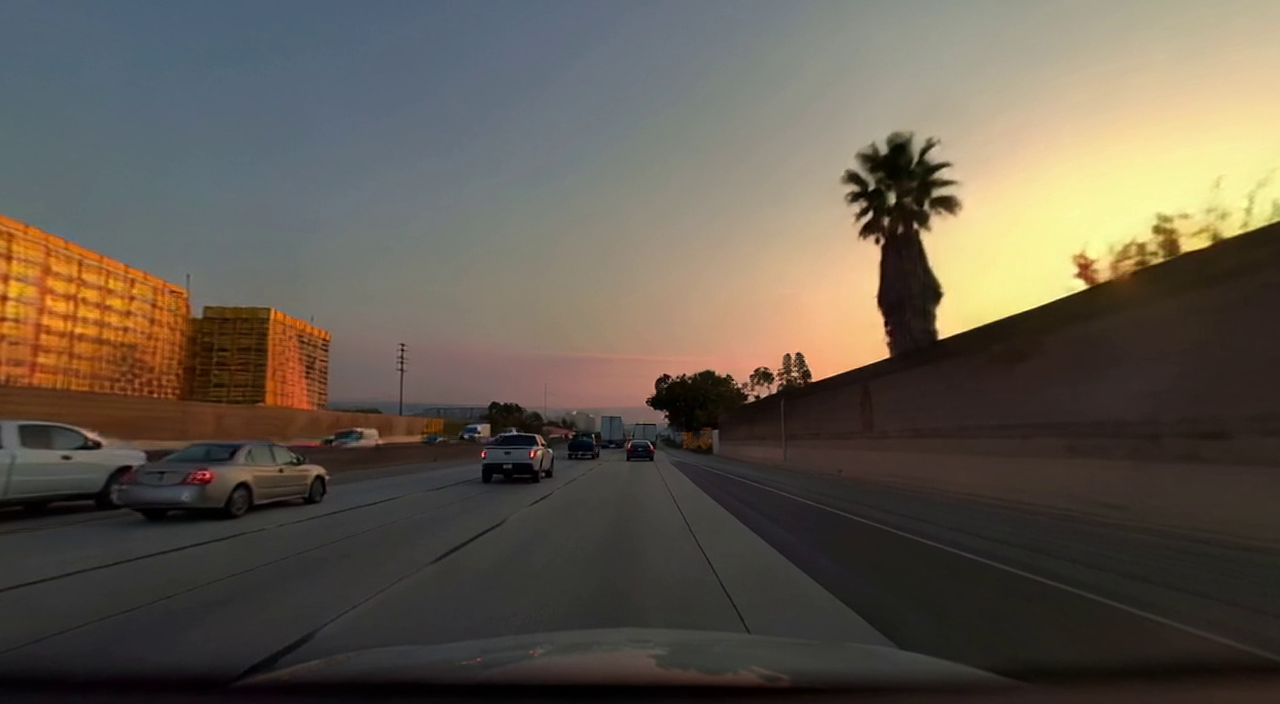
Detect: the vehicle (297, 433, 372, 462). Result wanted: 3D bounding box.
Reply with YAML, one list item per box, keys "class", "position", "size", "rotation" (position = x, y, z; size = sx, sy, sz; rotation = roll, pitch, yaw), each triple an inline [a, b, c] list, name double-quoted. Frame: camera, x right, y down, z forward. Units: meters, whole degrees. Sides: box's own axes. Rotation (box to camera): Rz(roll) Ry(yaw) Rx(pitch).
- class: "vehicle"
  position: [-19.473, 6.088, 40.498]
  size: [2.059, 1.710, 5.208]
  rotation: [-1, -8, 3]

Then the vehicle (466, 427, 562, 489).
- class: "vehicle"
  position: [-3.893, 3.376, 20.421]
  size: [2.108, 1.740, 4.549]
  rotation: [0, -8, 1]

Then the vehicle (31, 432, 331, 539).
- class: "vehicle"
  position: [-7.539, 2.195, 11.101]
  size: [1.949, 1.476, 4.410]
  rotation: [0, -8, 0]

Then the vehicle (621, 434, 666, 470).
- class: "vehicle"
  position: [0.174, 5.098, 32.253]
  size: [2.136, 1.678, 4.052]
  rotation: [0, -8, 0]

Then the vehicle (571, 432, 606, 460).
- class: "vehicle"
  position: [-3.826, 7.136, 48.014]
  size: [2.203, 1.958, 4.848]
  rotation: [0, -8, 1]
